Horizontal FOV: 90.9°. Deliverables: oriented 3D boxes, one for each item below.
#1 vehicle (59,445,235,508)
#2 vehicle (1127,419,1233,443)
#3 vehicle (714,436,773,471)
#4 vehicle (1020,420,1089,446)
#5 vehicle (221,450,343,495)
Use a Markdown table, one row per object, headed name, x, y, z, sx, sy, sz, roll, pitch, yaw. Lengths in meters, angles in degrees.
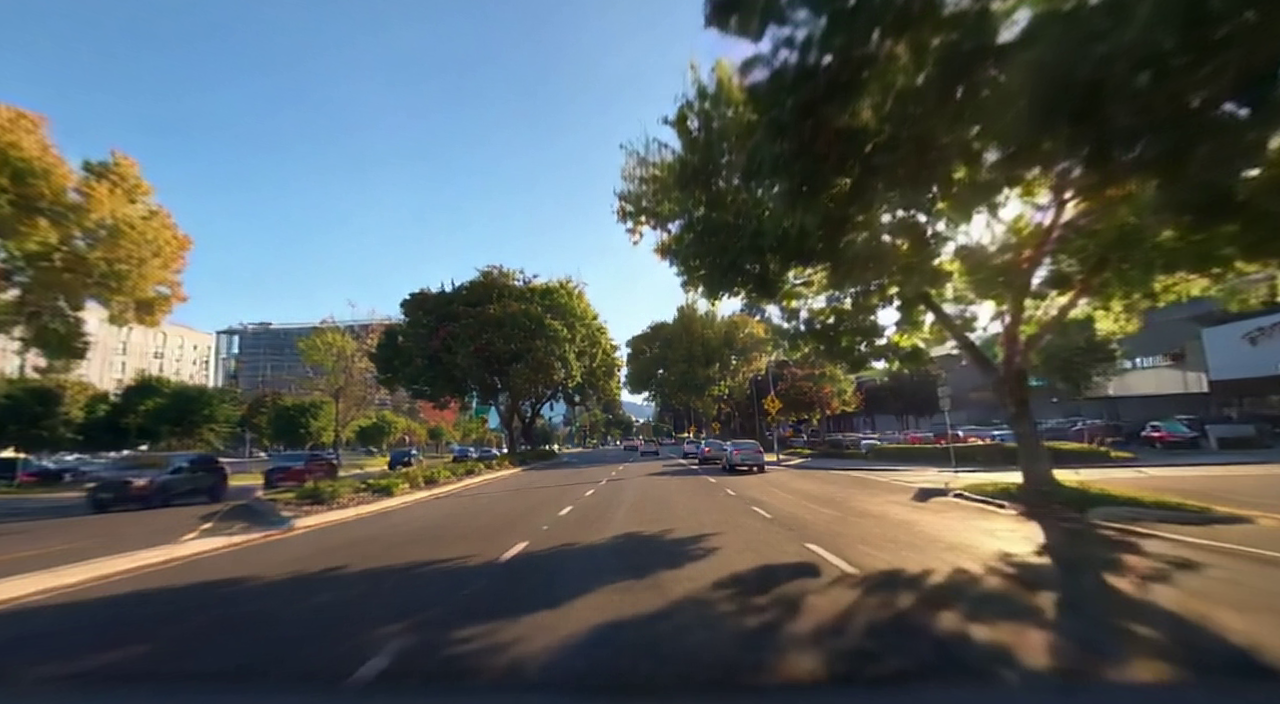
| name | x | y | z | sx | sy | sz | roll | pitch | yaw |
| --- | --- | --- | --- | --- | --- | --- | --- | --- | --- |
| vehicle | -16.679 | 4.166 | 21.769 | 2.072 | 1.862 | 4.948 | 0 | -8 | 0 |
| vehicle | 33.193 | 4.881 | 38.856 | 4.540 | 1.446 | 1.919 | -1 | -8 | 6 |
| vehicle | 4.614 | 4.568 | 28.658 | 1.913 | 1.463 | 4.198 | 0 | -8 | -1 |
| vehicle | 29.486 | 5.780 | 45.063 | 1.811 | 1.664 | 5.065 | -3 | -7 | 5 |
| vehicle | -13.167 | 4.409 | 23.552 | 1.847 | 1.424 | 4.521 | 0 | -8 | 1 |
